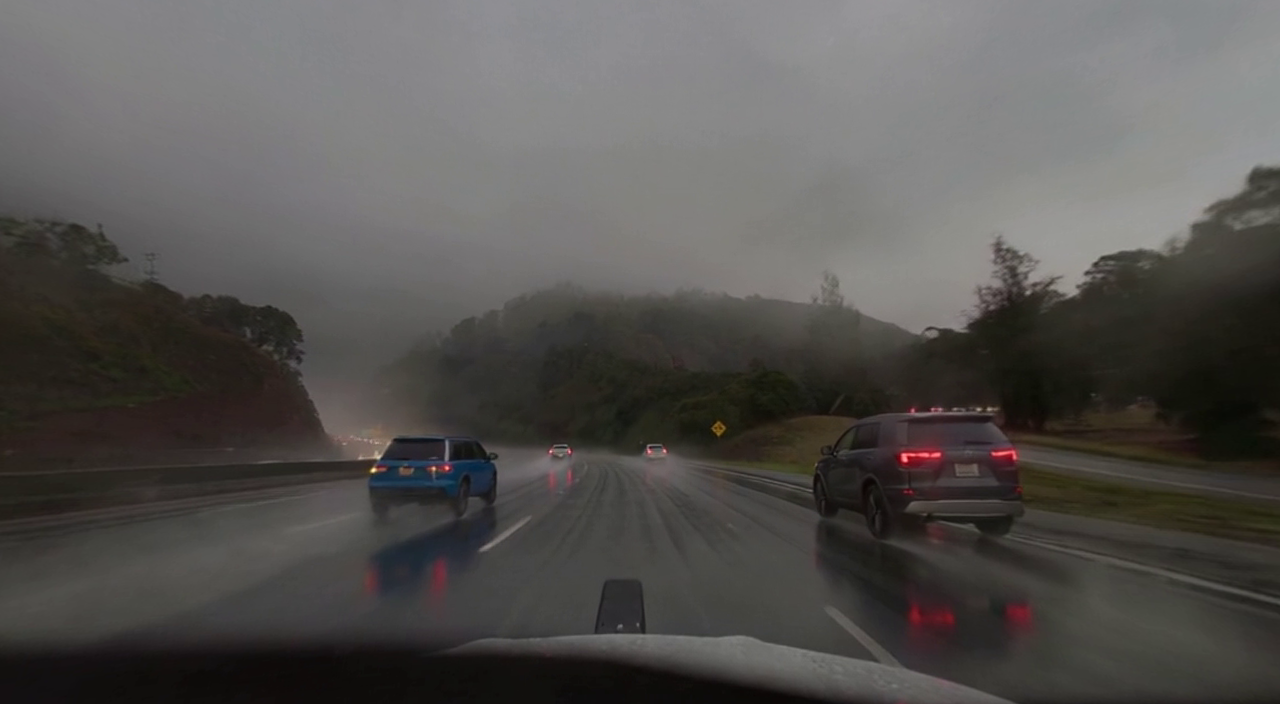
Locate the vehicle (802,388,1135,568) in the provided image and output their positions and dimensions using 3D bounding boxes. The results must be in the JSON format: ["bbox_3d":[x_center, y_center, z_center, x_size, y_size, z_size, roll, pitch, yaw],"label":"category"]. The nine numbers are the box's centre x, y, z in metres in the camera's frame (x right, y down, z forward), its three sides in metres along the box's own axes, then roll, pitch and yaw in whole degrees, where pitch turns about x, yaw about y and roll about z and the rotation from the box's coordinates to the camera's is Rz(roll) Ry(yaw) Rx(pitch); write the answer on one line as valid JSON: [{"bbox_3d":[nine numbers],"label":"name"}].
[{"bbox_3d":[4.154,1.701,9.251,2.103,1.903,4.837,0,-9,-2],"label":"vehicle"}]

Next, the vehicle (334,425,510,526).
[{"bbox_3d":[-4.363,2.548,13.609,2.213,1.766,4.598,0,-8,-1],"label":"vehicle"}]
